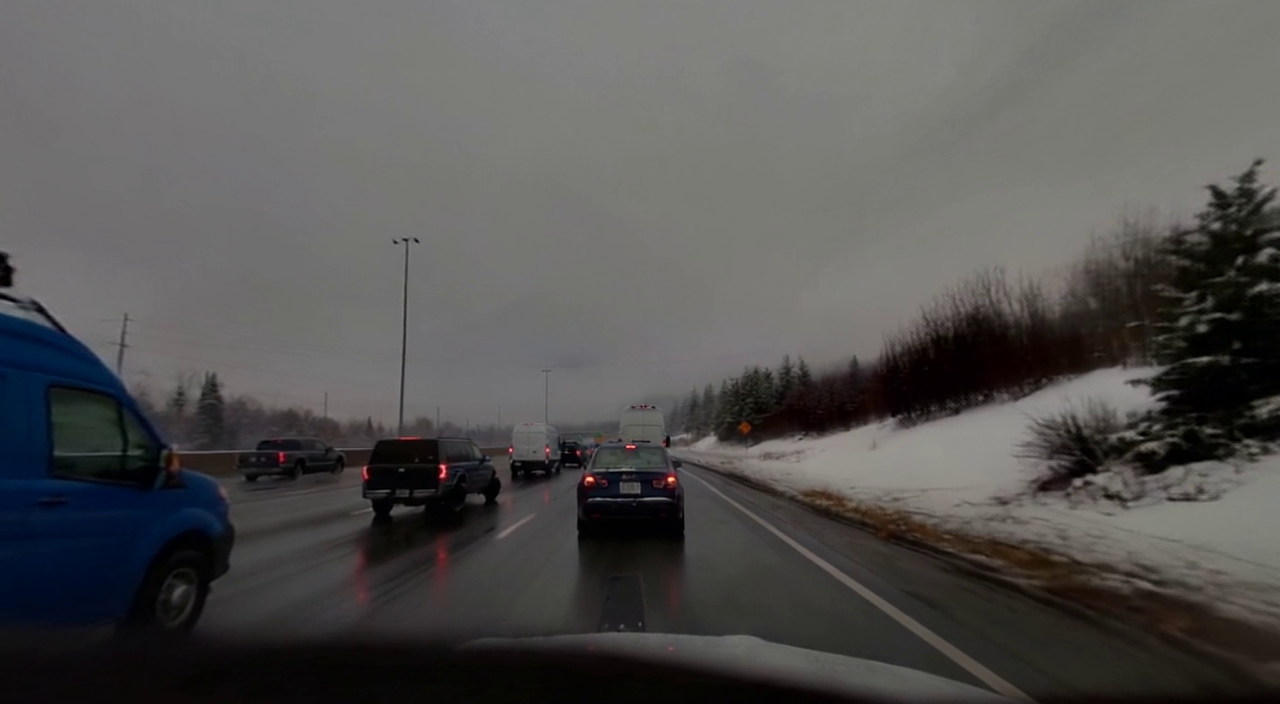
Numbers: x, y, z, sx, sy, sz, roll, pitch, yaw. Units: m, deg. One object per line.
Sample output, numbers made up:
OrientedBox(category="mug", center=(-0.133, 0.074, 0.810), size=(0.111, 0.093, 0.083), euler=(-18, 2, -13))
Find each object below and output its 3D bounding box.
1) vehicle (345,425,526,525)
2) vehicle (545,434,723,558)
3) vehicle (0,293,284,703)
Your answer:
OrientedBox(category="vehicle", center=(-3.881, 2.413, 12.906), size=(2.114, 1.657, 4.432), euler=(0, -8, 2))
OrientedBox(category="vehicle", center=(-0.056, 1.982, 9.384), size=(2.054, 1.421, 4.090), euler=(0, -8, 0))
OrientedBox(category="vehicle", center=(-3.899, 0.694, 2.539), size=(2.142, 1.952, 4.556), euler=(0, -8, 1))
